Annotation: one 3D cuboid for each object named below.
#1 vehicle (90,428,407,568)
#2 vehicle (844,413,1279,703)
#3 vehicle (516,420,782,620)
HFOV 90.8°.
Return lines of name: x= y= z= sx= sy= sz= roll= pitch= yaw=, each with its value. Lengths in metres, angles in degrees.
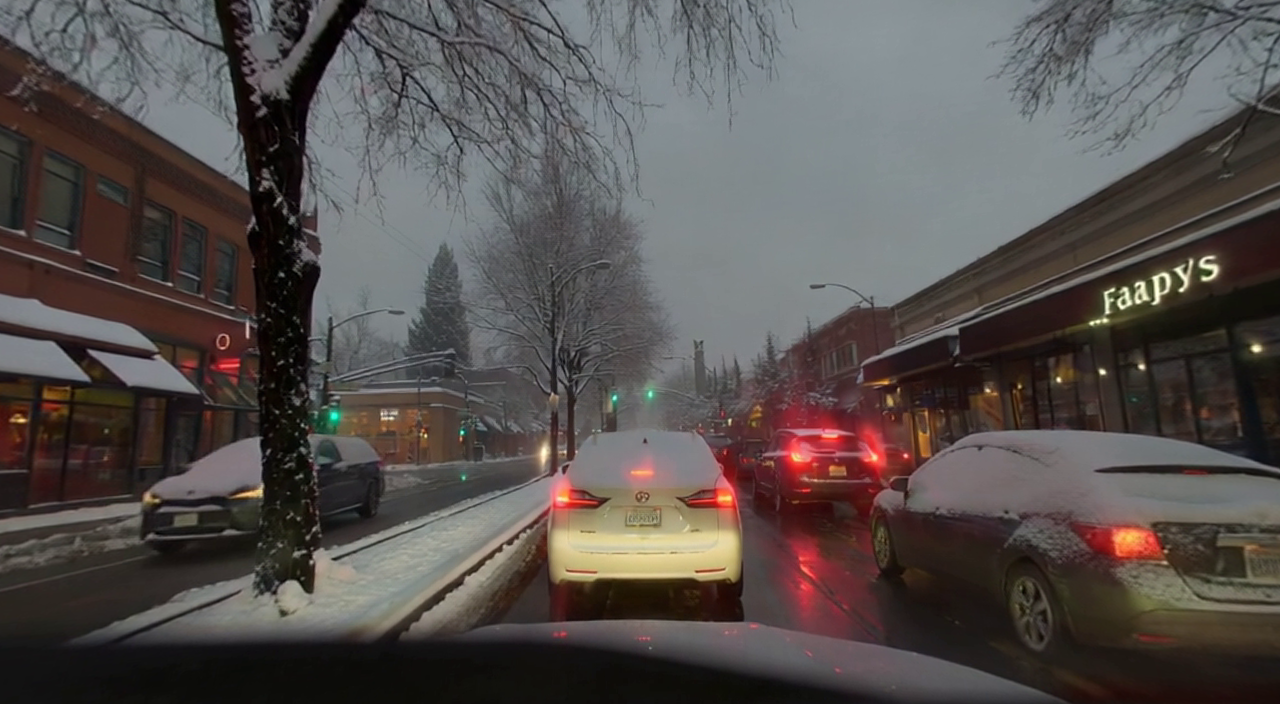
vehicle: x=-5.279 y=1.999 z=9.509 sx=1.898 sy=1.542 sz=4.689 roll=0 pitch=-9 yaw=-2
vehicle: x=3.392 y=1.366 z=5.308 sx=1.988 sy=1.480 sz=4.195 roll=0 pitch=-9 yaw=1
vehicle: x=0.058 y=1.537 z=6.614 sx=2.006 sy=1.487 sz=3.535 roll=0 pitch=-9 yaw=0
